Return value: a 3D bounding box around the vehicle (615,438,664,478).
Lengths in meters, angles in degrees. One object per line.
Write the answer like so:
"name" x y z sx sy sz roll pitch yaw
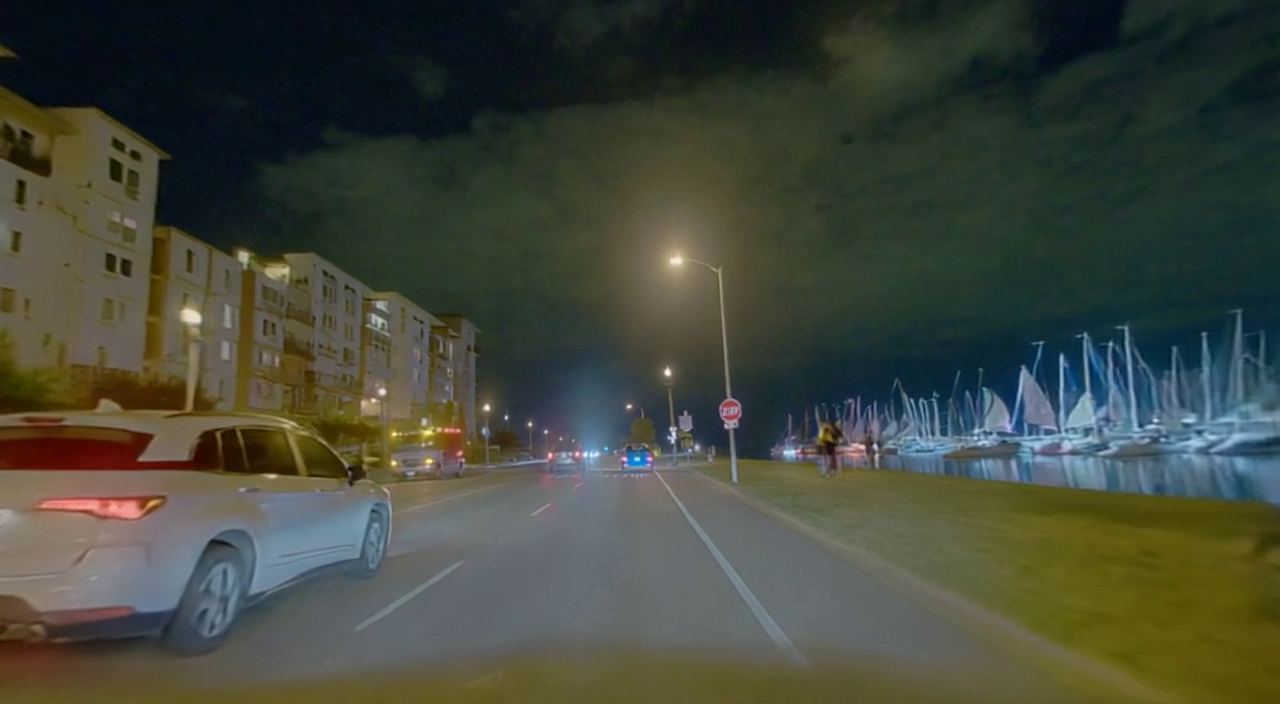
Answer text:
"vehicle" -0.026 4.711 28.106 2.057 1.624 3.726 0 -9 0

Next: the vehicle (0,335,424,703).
"vehicle" -3.565 1.196 4.883 2.082 1.817 4.724 0 -9 0

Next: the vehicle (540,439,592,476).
"vehicle" -3.609 5.266 31.568 2.056 1.680 4.205 0 -9 1
